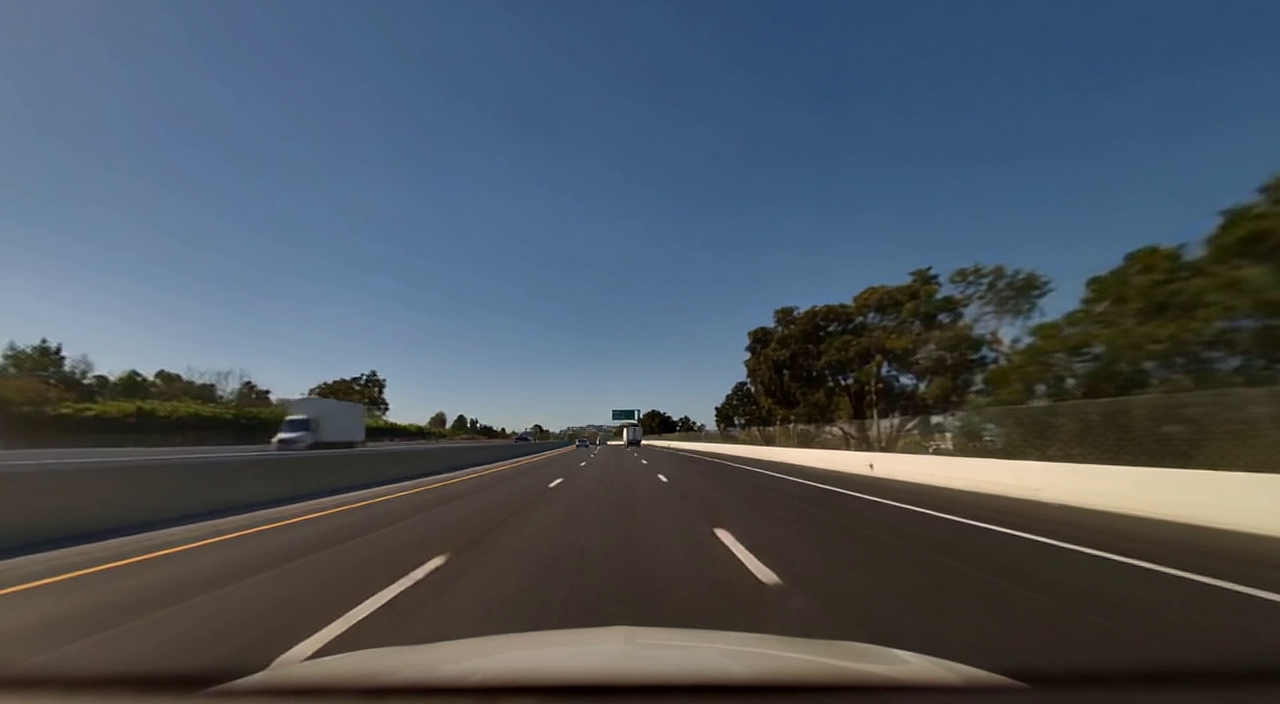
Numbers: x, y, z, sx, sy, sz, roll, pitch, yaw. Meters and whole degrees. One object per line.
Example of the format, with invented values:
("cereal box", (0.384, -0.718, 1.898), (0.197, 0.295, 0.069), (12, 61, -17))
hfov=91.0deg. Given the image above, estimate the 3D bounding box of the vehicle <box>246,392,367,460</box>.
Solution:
("vehicle", (-21.678, 5.011, 41.785), (3.027, 3.959, 9.470), (0, -8, -1))
